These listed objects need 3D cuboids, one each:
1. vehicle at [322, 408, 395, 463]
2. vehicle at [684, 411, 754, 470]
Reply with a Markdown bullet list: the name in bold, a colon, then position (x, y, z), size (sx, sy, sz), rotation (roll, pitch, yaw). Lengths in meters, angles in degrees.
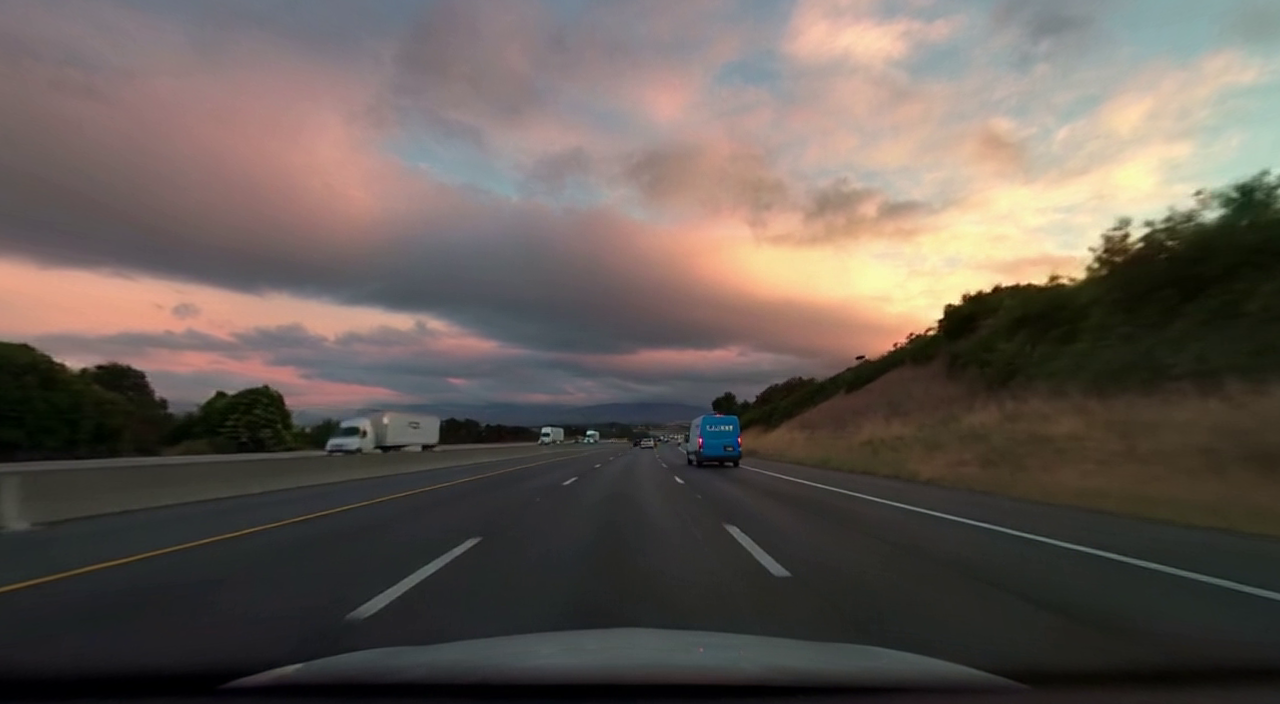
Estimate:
- **vehicle**: position (-22.143, 6.649, 49.911), size (2.928, 3.992, 6.013), rotation (-1, -8, 1)
- **vehicle**: position (3.695, 4.317, 30.605), size (2.485, 2.562, 5.535), rotation (0, -8, -2)
